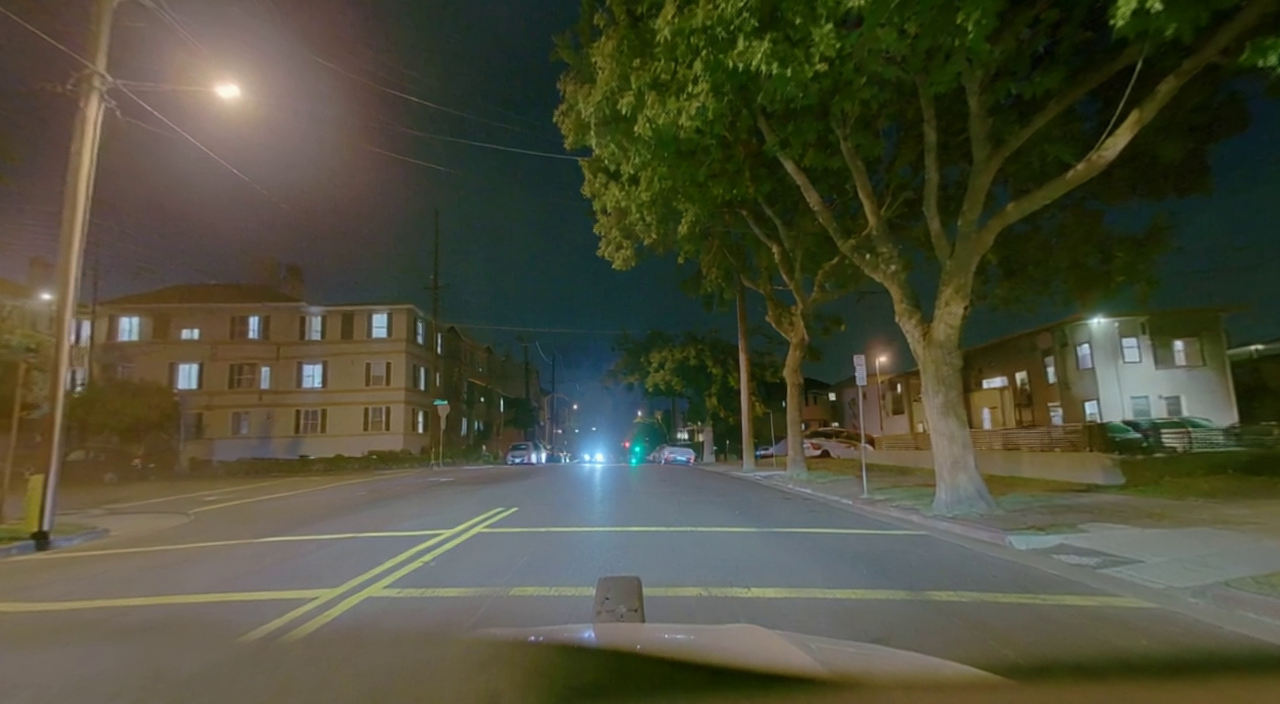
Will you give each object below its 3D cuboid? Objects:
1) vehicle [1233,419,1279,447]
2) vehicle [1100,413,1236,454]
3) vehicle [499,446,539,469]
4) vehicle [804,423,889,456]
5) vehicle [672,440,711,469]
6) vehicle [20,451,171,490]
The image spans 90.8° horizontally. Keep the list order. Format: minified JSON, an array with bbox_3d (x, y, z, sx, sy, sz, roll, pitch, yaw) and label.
[{"bbox_3d":[33.084,4.233,32.938,3.433,1.389,1.683,3,-8,-22],"label":"vehicle"},{"bbox_3d":[22.397,3.503,26.902,4.002,1.505,2.061,-1,-10,-5],"label":"vehicle"},{"bbox_3d":[-8.536,7.434,44.807,2.066,1.472,4.353,0,-8,-1],"label":"vehicle"},{"bbox_3d":[11.207,4.754,34.134,4.509,1.664,1.981,6,-10,-35],"label":"vehicle"},{"bbox_3d":[3.256,6.575,40.762,1.993,1.755,4.256,0,-8,-2],"label":"vehicle"},{"bbox_3d":[-22.299,4.855,26.022,4.424,1.486,1.814,0,-8,-2],"label":"vehicle"}]
